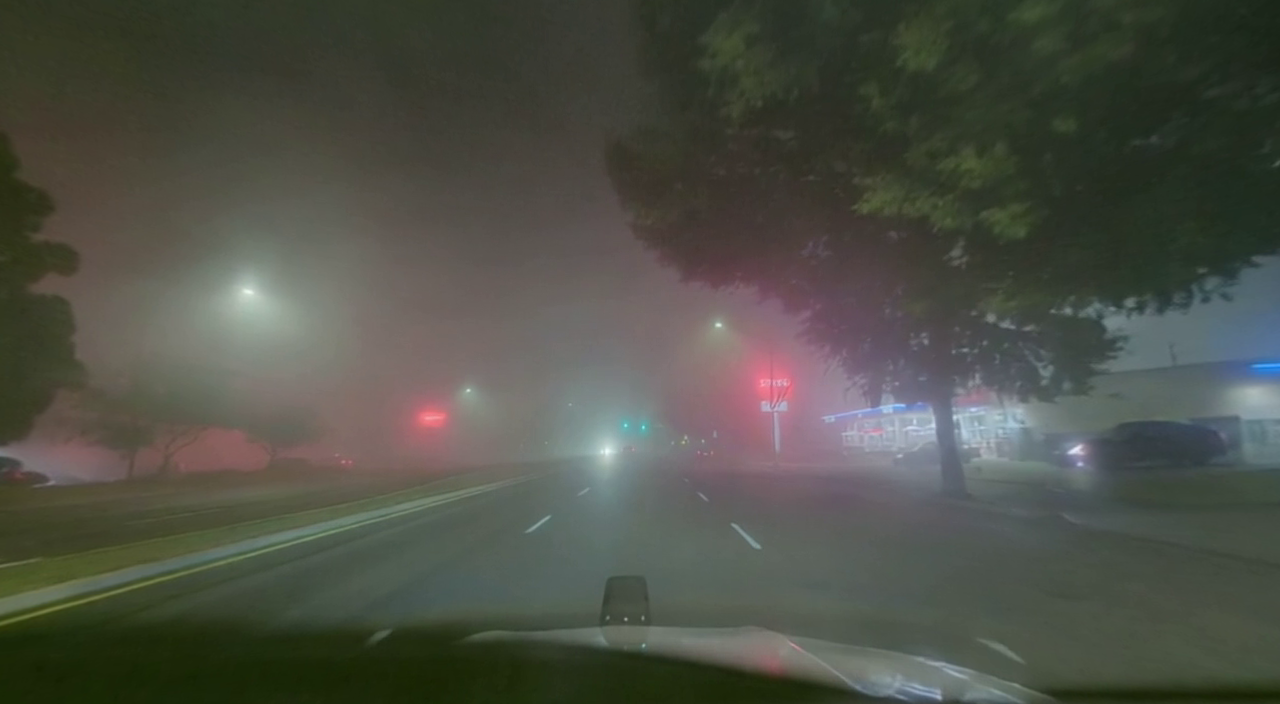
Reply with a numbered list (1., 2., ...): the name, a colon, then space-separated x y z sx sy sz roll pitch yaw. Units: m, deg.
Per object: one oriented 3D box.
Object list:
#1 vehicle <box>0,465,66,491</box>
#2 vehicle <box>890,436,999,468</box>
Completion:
1. vehicle: -39.319 7.945 39.873 1.784 1.385 4.365 0 -8 0
2. vehicle: 15.318 5.047 31.804 4.510 1.517 2.035 2 -9 -12
